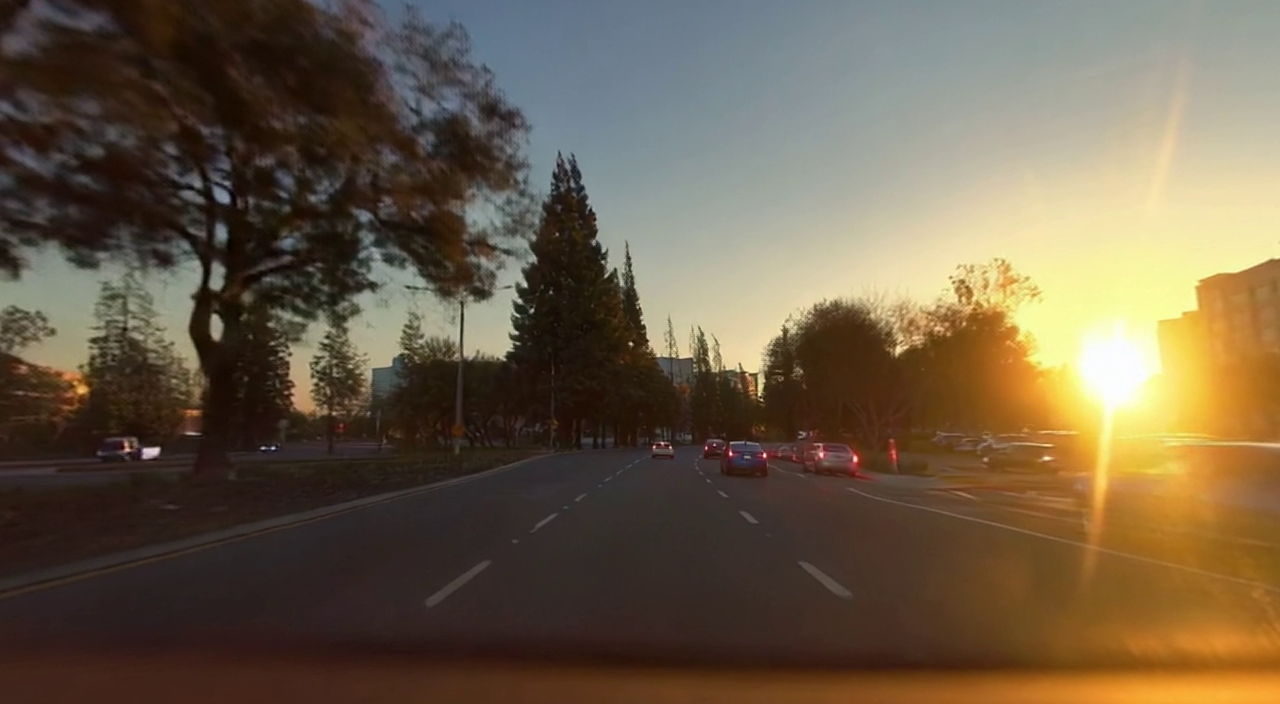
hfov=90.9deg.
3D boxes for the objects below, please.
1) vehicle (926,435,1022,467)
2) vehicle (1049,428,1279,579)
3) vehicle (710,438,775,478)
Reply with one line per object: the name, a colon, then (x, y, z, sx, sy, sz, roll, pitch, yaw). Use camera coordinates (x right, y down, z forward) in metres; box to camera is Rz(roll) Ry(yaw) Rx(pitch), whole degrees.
vehicle: (22.403, 6.609, 42.291, 5.456, 1.919, 2.222, 0, -7, -14)
vehicle: (7.770, 1.777, 7.863, 2.074, 1.584, 4.658, 0, -8, -2)
vehicle: (4.129, 4.354, 26.148, 1.981, 1.499, 4.536, 0, -8, 1)
